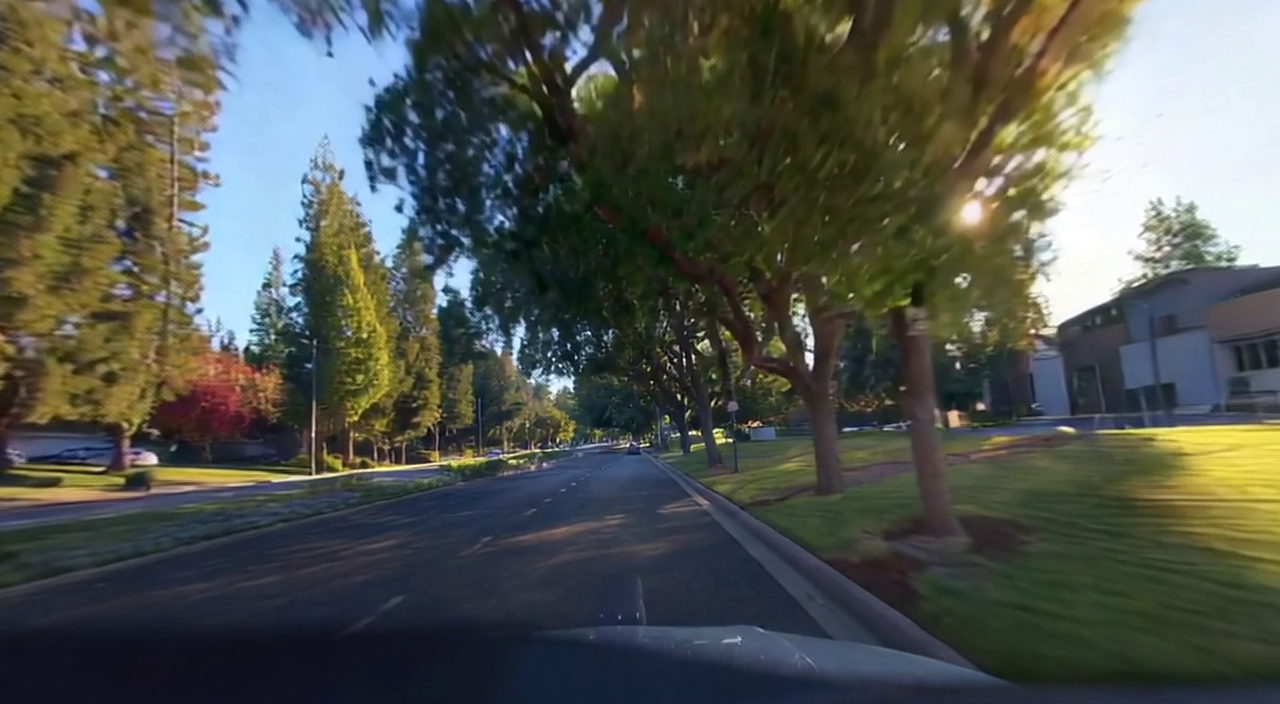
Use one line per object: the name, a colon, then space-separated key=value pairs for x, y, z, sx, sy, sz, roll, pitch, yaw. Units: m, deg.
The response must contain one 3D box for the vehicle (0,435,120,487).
vehicle: x=-24.679 y=4.373 z=25.524 sx=5.409 sy=1.967 sz=2.123 roll=0 pitch=-8 yaw=-1
